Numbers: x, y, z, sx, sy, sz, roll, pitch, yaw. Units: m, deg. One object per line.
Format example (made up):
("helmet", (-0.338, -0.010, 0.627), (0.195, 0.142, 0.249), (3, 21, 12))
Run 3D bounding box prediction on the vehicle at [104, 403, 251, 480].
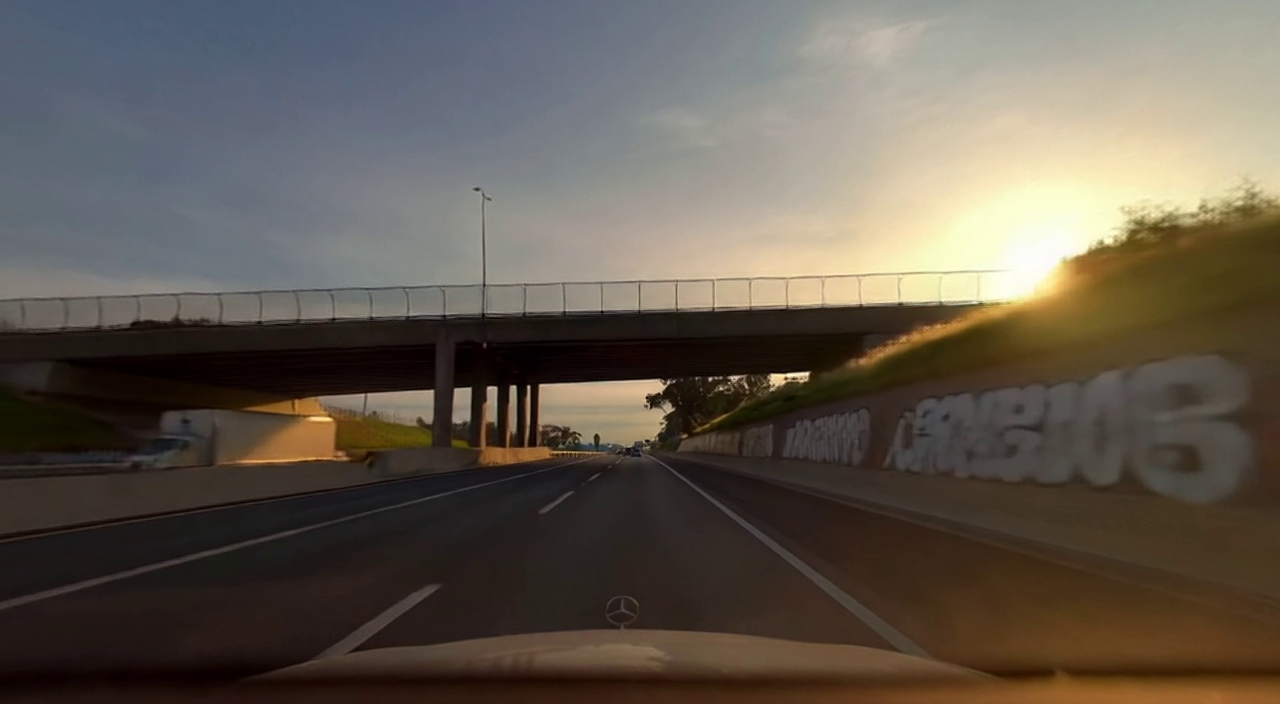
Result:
("vehicle", (-23.754, 4.708, 32.875), (2.996, 3.607, 5.868), (0, -9, 0))
